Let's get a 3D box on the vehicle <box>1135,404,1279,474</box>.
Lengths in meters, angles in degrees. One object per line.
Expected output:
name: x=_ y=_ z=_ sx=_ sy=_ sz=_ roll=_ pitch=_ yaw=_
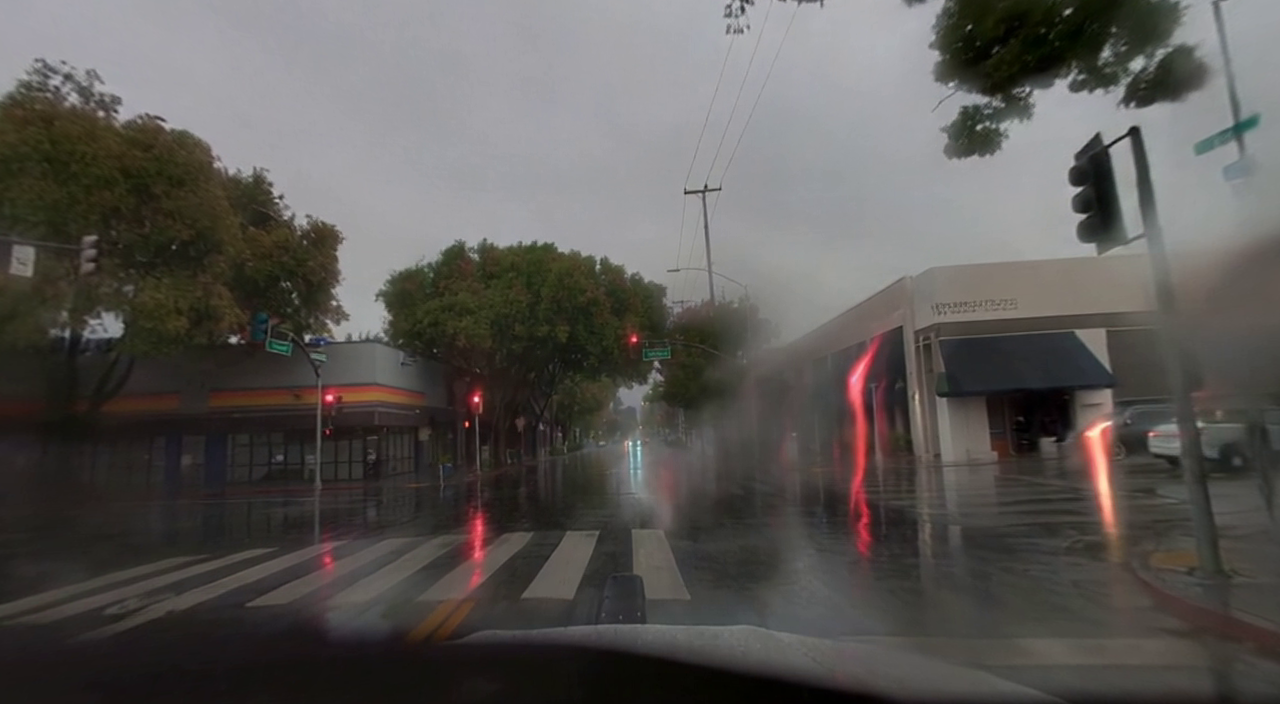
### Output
vehicle: x=14.450 y=2.003 z=14.460 sx=4.632 sy=1.484 sz=1.907 roll=0 pitch=-8 yaw=-1
